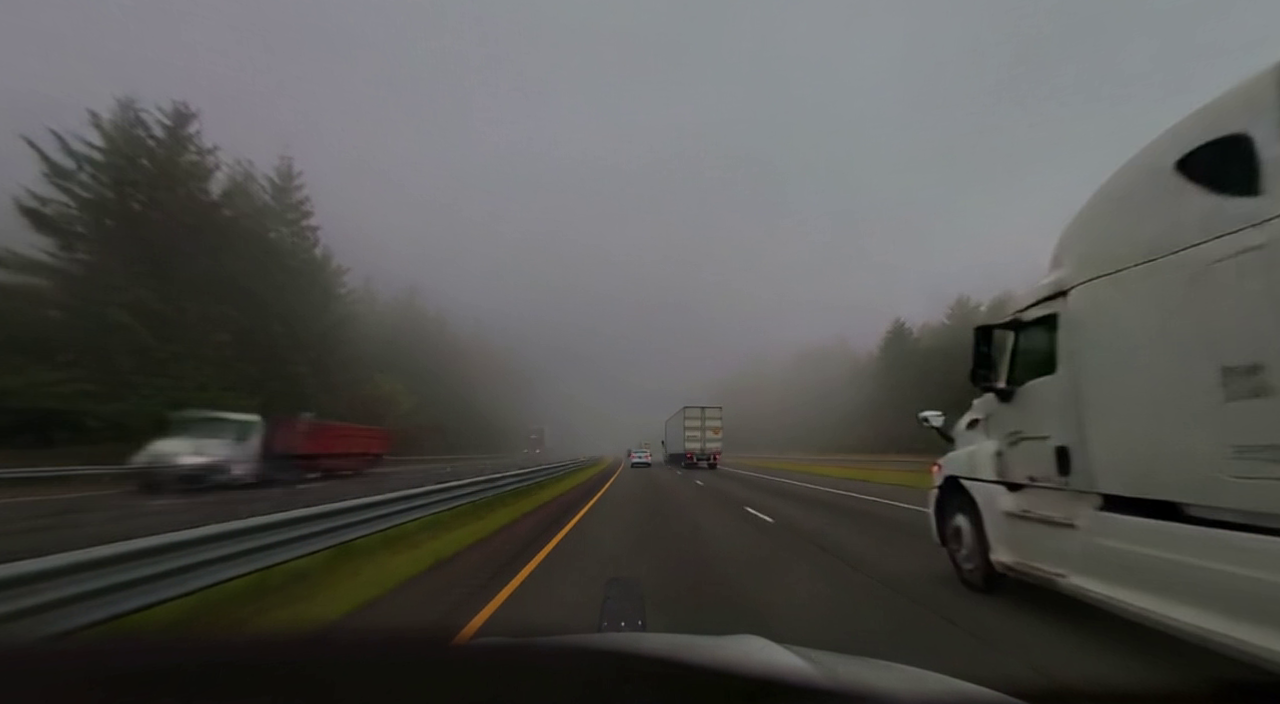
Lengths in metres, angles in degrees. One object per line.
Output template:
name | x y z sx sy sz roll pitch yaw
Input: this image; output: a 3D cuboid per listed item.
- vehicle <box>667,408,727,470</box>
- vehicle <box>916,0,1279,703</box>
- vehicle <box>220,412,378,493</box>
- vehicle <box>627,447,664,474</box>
vehicle | 4.131 6.947 49.447 2.883 4.057 14.579 0 -9 -2
vehicle | 4.426 -0.109 3.462 3.036 3.833 5.892 0 -9 0
vehicle | -12.389 3.748 23.630 2.410 2.596 6.043 0 -9 1
vehicle | 0.285 6.486 37.757 2.051 1.513 4.511 0 -9 -1
